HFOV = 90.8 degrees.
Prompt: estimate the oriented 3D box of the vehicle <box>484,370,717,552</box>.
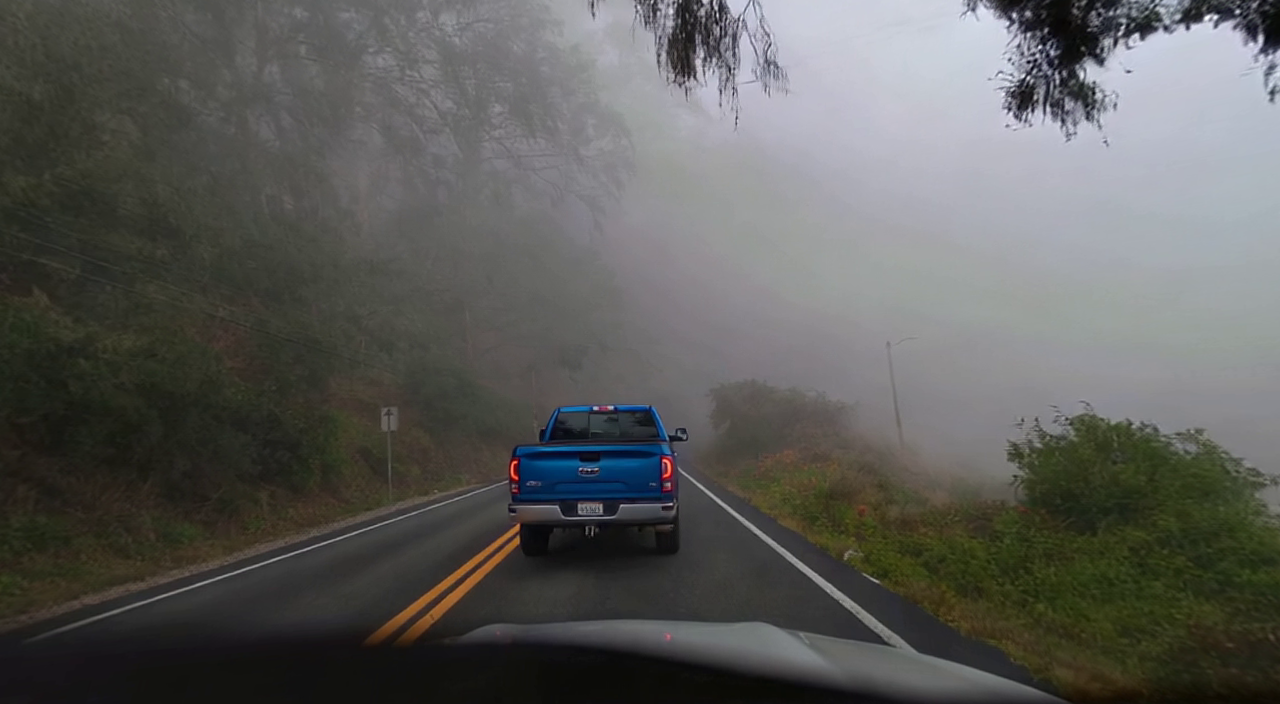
[{"bbox_3d":[-0.529,1.761,10.772,2.837,2.223,5.885,0,-8,-1],"label":"vehicle"}]
